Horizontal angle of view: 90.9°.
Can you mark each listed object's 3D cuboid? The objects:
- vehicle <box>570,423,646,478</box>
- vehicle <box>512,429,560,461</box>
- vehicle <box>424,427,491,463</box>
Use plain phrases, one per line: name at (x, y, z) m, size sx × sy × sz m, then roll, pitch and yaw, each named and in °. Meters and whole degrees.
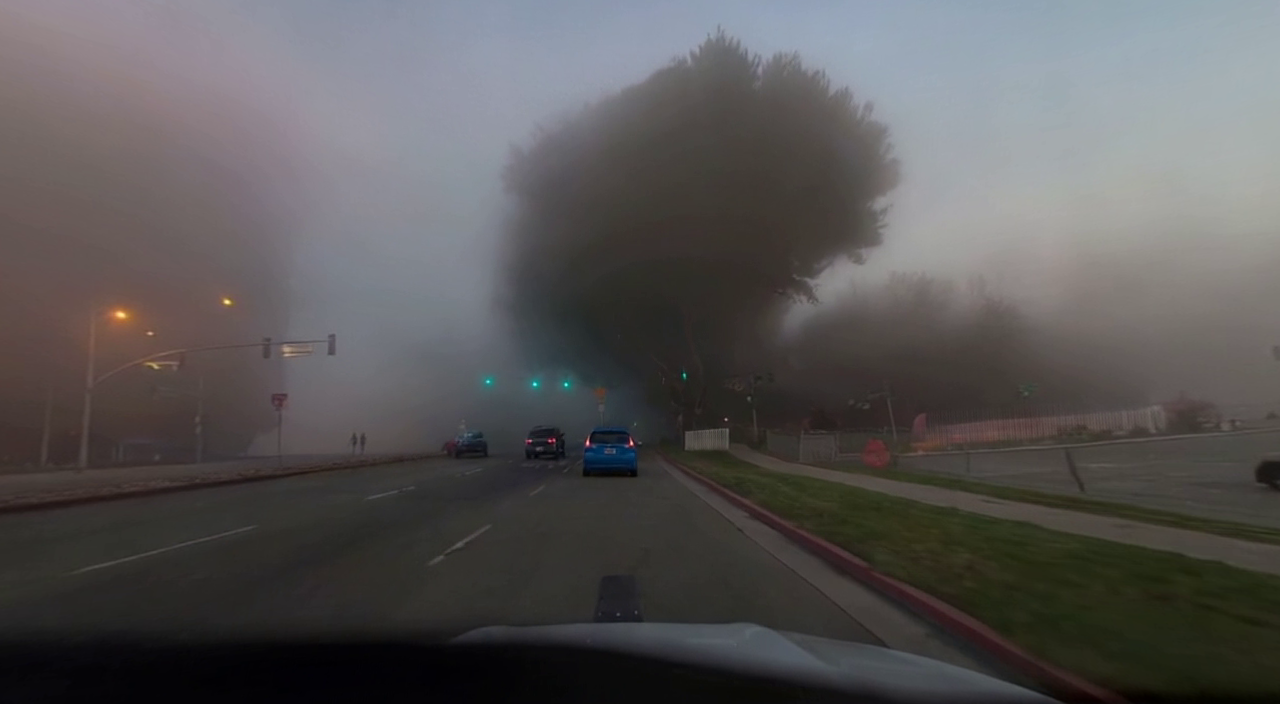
vehicle at (-0.939, 3.205, 20.701) m, size 2.231 × 1.572 × 4.227 m, roll 0°, pitch -8°, yaw 0°
vehicle at (-5.029, 4.549, 30.879) m, size 2.023 × 1.485 × 3.721 m, roll 1°, pitch -8°, yaw -5°
vehicle at (-9.172, 4.718, 32.068) m, size 1.994 × 1.717 × 4.380 m, roll 0°, pitch -8°, yaw 2°
